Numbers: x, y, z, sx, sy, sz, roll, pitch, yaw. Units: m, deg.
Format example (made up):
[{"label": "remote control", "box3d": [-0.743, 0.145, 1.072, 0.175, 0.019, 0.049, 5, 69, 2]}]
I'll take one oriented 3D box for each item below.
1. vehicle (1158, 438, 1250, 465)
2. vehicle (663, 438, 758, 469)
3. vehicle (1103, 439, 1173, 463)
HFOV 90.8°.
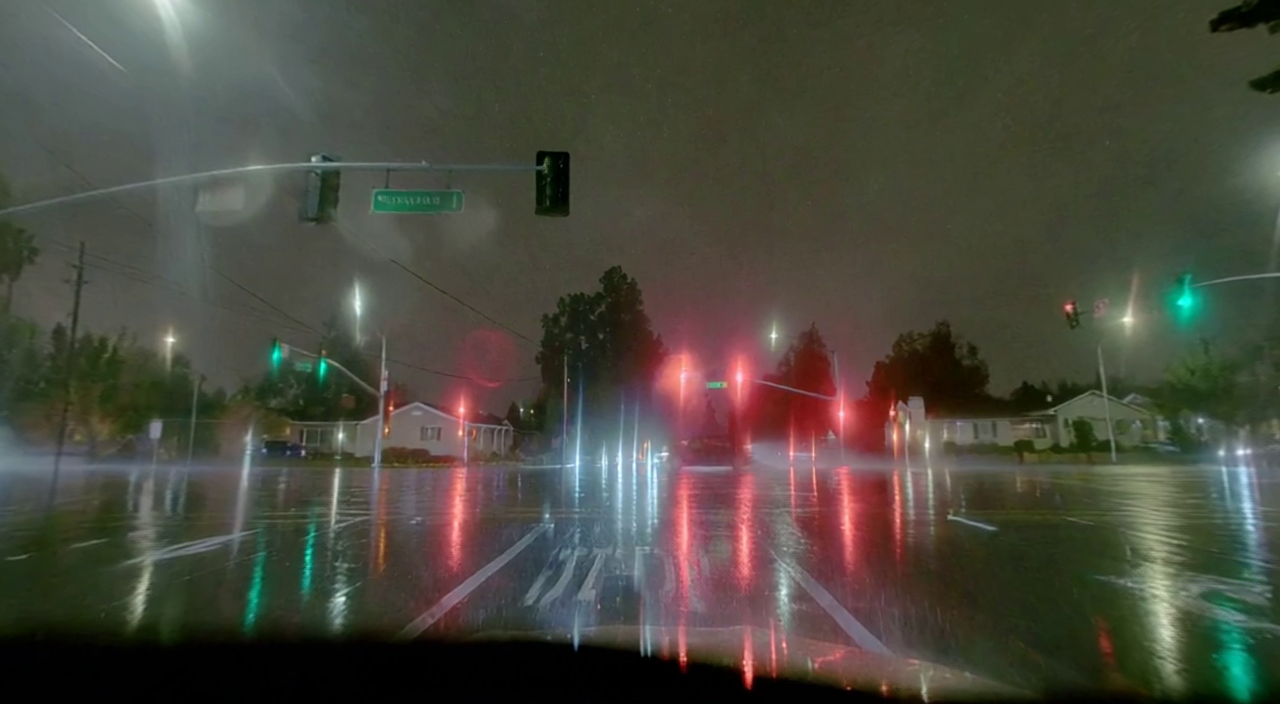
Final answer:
[{"label": "vehicle", "box3d": [39.099, 6.930, 43.955, 1.915, 1.773, 4.499, 1, -9, -7]}, {"label": "vehicle", "box3d": [3.469, 5.097, 31.726, 4.560, 1.463, 1.858, -1, -9, 2]}, {"label": "vehicle", "box3d": [38.483, 7.652, 48.991, 1.853, 1.723, 4.460, 0, -9, 2]}]
